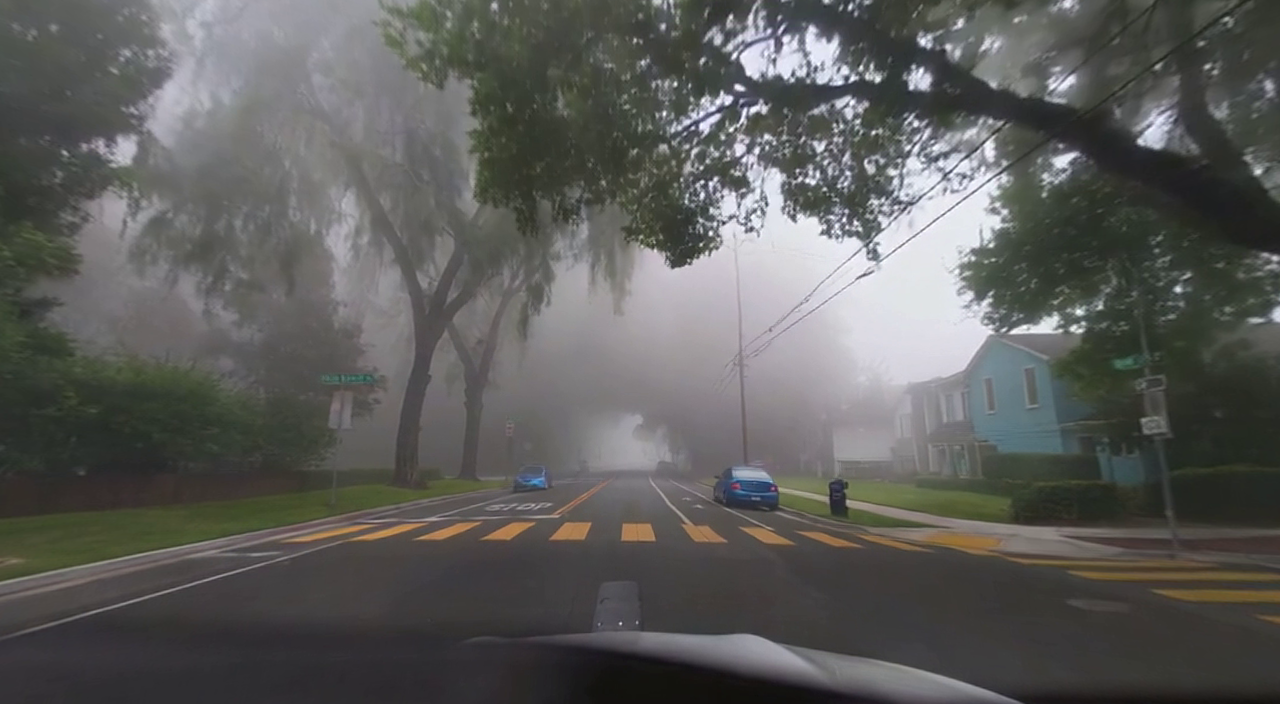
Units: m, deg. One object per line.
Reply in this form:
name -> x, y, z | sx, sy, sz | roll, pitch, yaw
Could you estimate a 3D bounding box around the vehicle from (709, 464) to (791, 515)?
vehicle -> 3.713, 4.739, 22.256 | 1.961, 1.472, 4.434 | 0, -9, -2
